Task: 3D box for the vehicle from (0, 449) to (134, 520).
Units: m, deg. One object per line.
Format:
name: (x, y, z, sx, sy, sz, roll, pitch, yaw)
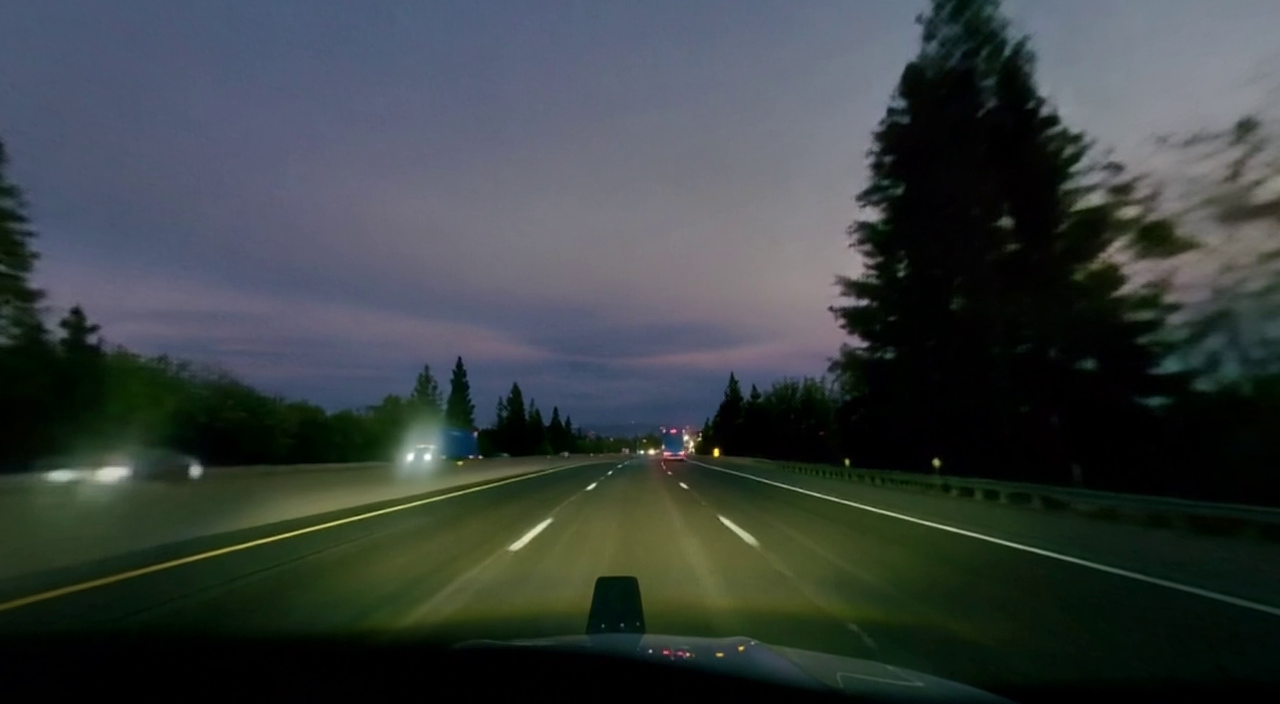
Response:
vehicle: (-16.210, 3.408, 16.574, 1.946, 1.683, 4.594, 0, -9, 0)
